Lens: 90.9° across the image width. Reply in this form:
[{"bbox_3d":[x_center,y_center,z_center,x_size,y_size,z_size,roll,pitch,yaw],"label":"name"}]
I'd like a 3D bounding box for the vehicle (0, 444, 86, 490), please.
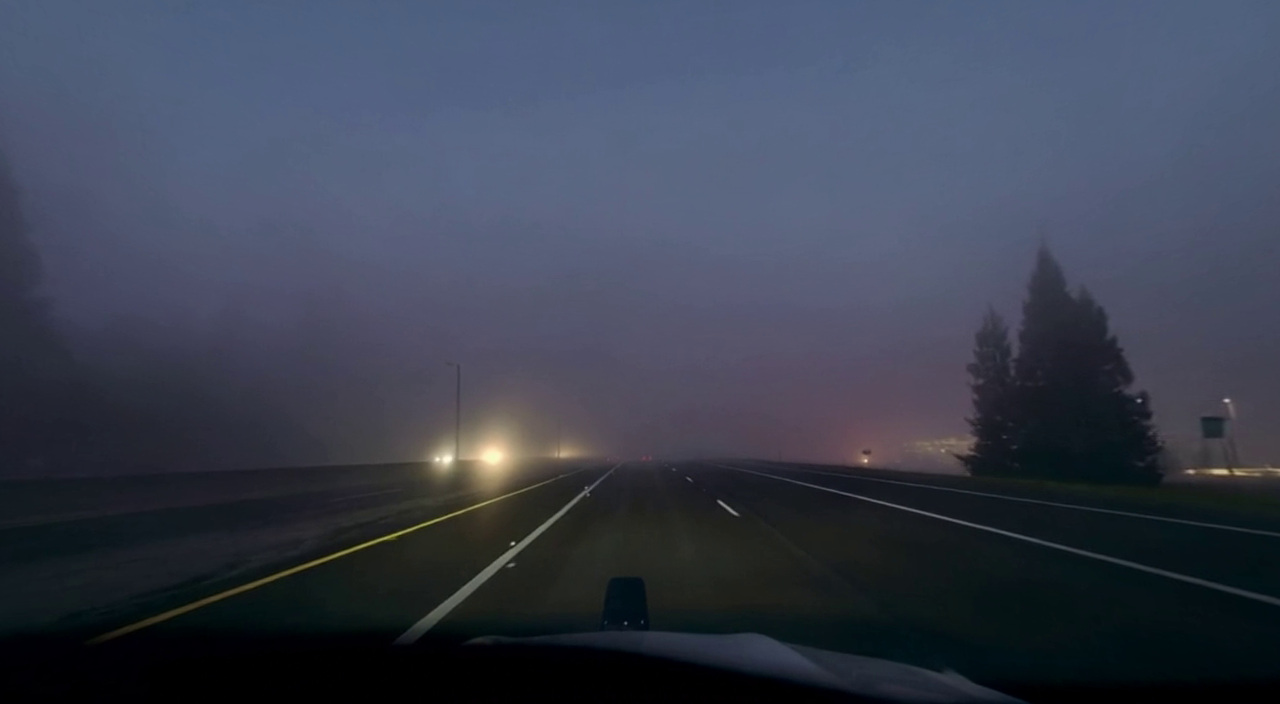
[{"bbox_3d":[-34.701,6.258,34.256,2.624,2.241,7.387,-1,-6,-1],"label":"vehicle"}]
